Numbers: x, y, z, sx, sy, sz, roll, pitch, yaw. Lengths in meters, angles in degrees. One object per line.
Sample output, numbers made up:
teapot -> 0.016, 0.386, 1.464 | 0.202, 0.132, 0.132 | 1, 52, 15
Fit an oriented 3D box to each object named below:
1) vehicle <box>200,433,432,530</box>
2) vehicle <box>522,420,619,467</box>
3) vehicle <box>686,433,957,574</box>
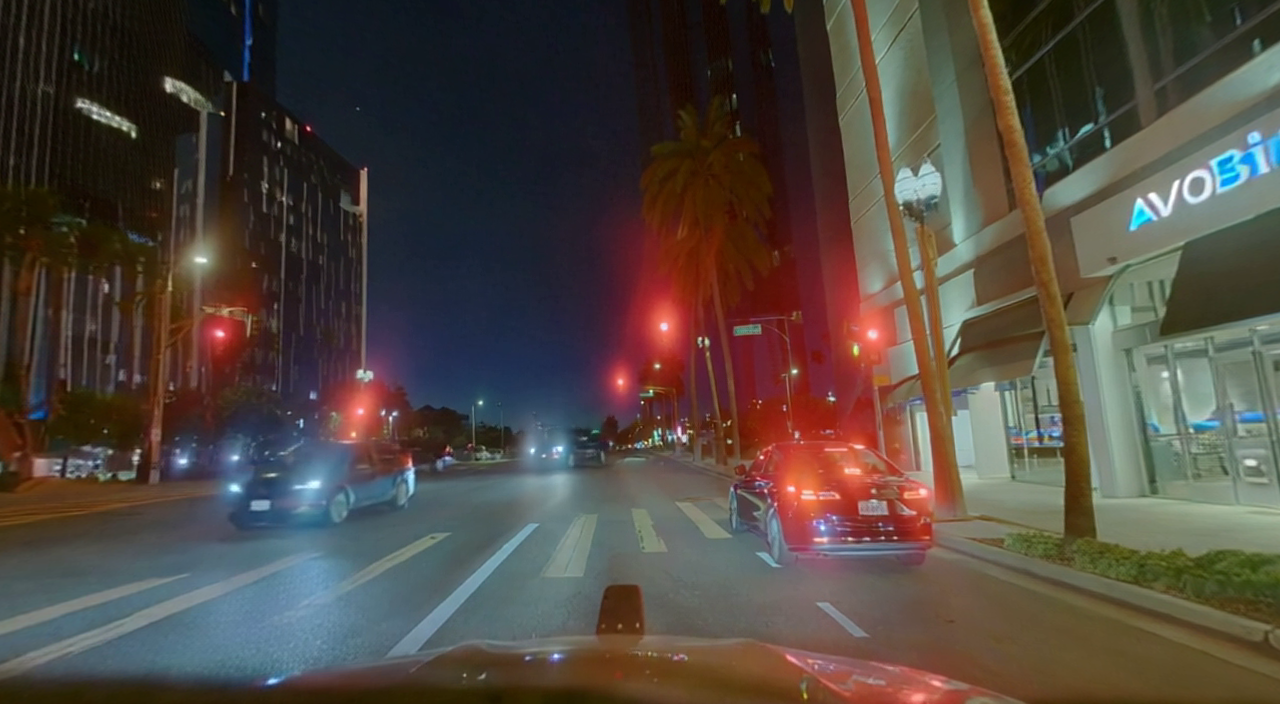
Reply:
vehicle -> -5.745, 2.326, 12.020 | 2.052, 1.478, 4.395 | 0, -8, 1
vehicle -> -3.090, 4.311, 29.724 | 2.190, 1.964, 5.614 | -3, -9, 21
vehicle -> 2.140, 1.958, 9.149 | 2.090, 1.466, 4.676 | 1, -8, -6
